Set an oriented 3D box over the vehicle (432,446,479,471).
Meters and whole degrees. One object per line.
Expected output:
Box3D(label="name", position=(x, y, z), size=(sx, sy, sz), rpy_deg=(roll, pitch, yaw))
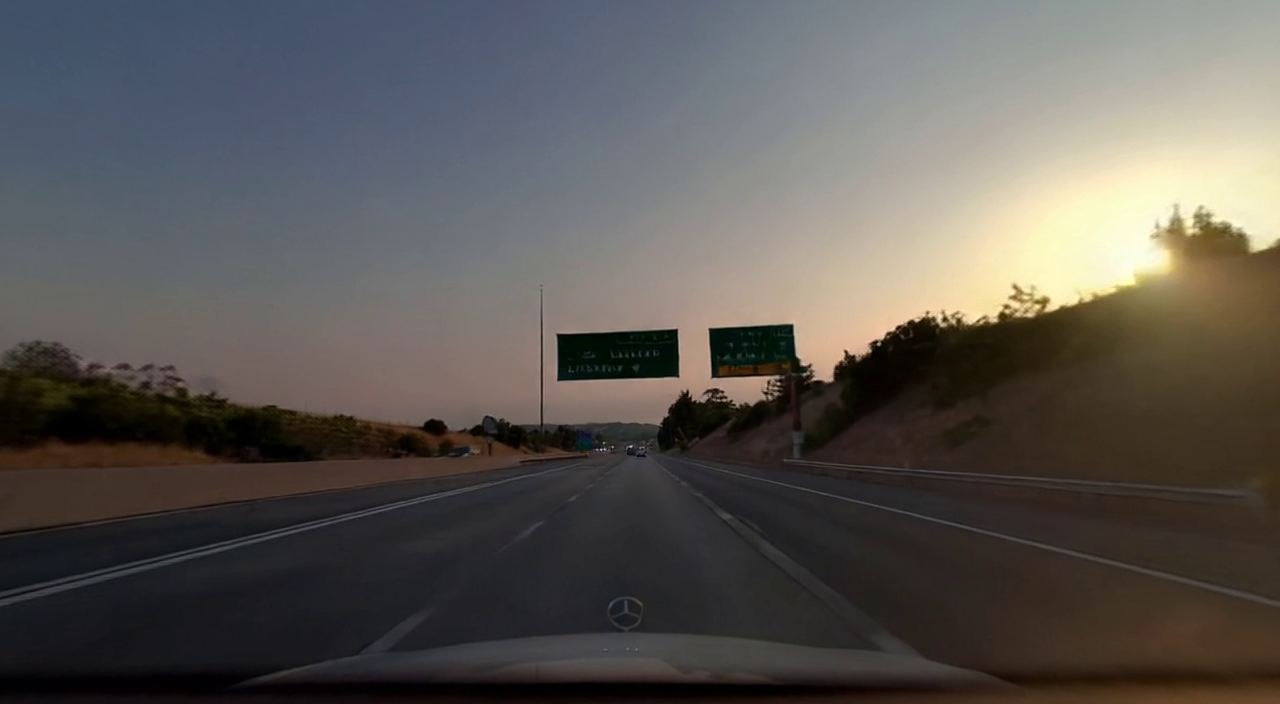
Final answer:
Box3D(label="vehicle", position=(-14.059, 8.106, 48.200), size=(2.065, 1.832, 4.651), rpy_deg=(0, -9, 2))
